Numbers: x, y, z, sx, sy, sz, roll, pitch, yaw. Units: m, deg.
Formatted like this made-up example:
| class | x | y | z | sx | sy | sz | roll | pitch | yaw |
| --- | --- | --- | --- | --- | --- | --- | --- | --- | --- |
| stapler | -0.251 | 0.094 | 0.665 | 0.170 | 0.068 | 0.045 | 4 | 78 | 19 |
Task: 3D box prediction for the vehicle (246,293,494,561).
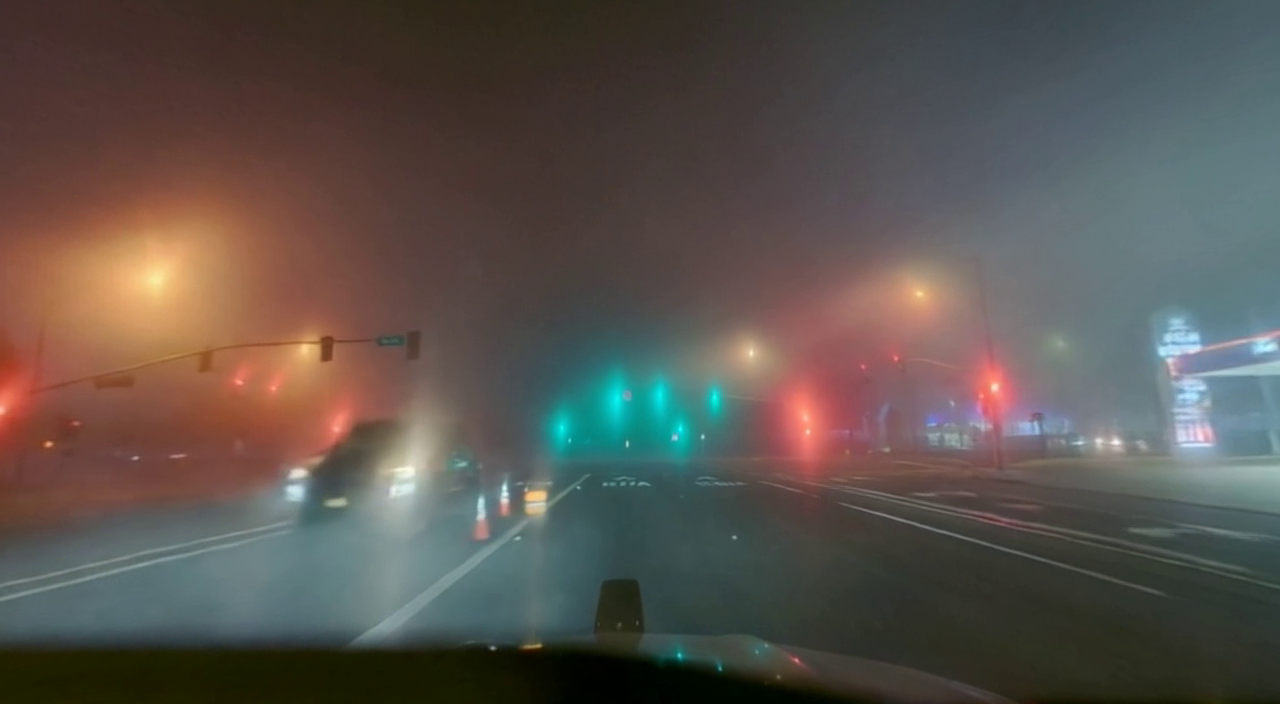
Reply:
| class | x | y | z | sx | sy | sz | roll | pitch | yaw |
| --- | --- | --- | --- | --- | --- | --- | --- | --- | --- |
| vehicle | -3.995 | 1.157 | 10.130 | 2.637 | 3.576 | 3.006 | -1 | -7 | -1 |
